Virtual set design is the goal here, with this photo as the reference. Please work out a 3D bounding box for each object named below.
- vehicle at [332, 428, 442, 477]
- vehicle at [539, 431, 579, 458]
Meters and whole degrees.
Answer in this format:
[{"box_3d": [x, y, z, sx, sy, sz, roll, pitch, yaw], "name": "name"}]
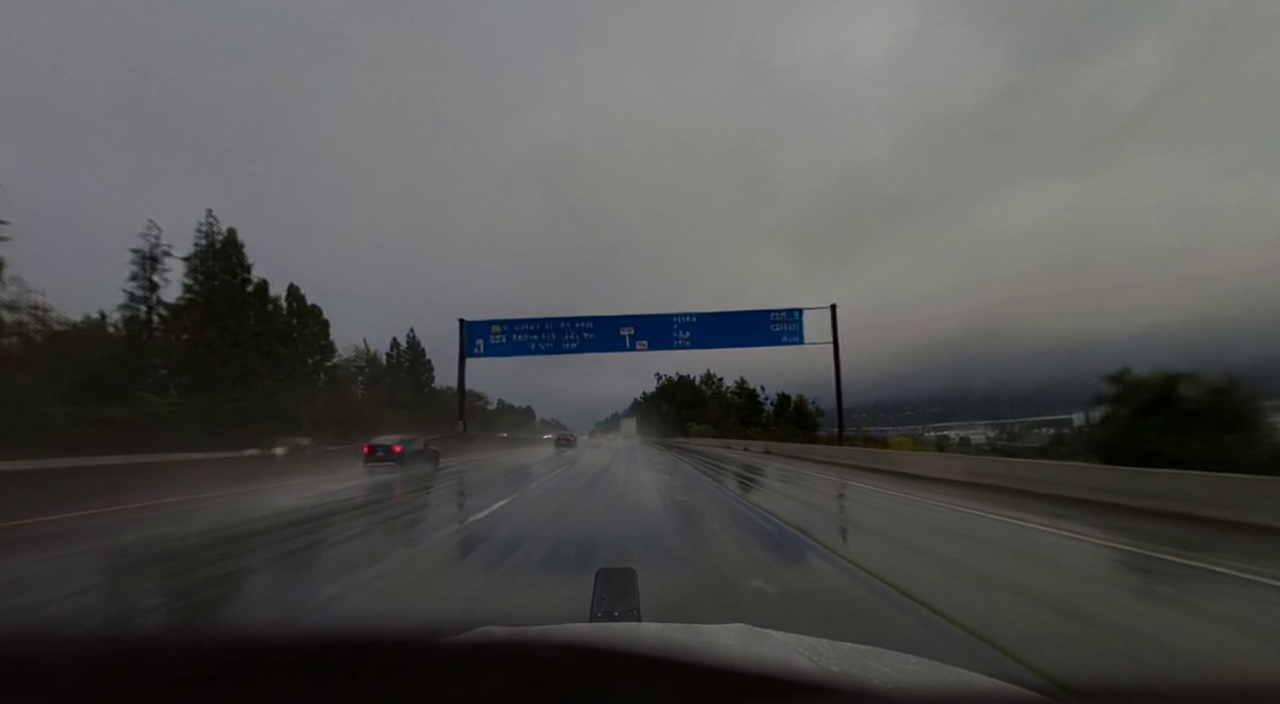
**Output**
[{"box_3d": [-8.414, 3.347, 21.421, 1.973, 1.470, 4.270, 0, -7, 0], "name": "vehicle"}, {"box_3d": [-4.783, 5.521, 37.815, 1.912, 1.495, 3.703, 0, -7, 0], "name": "vehicle"}]
